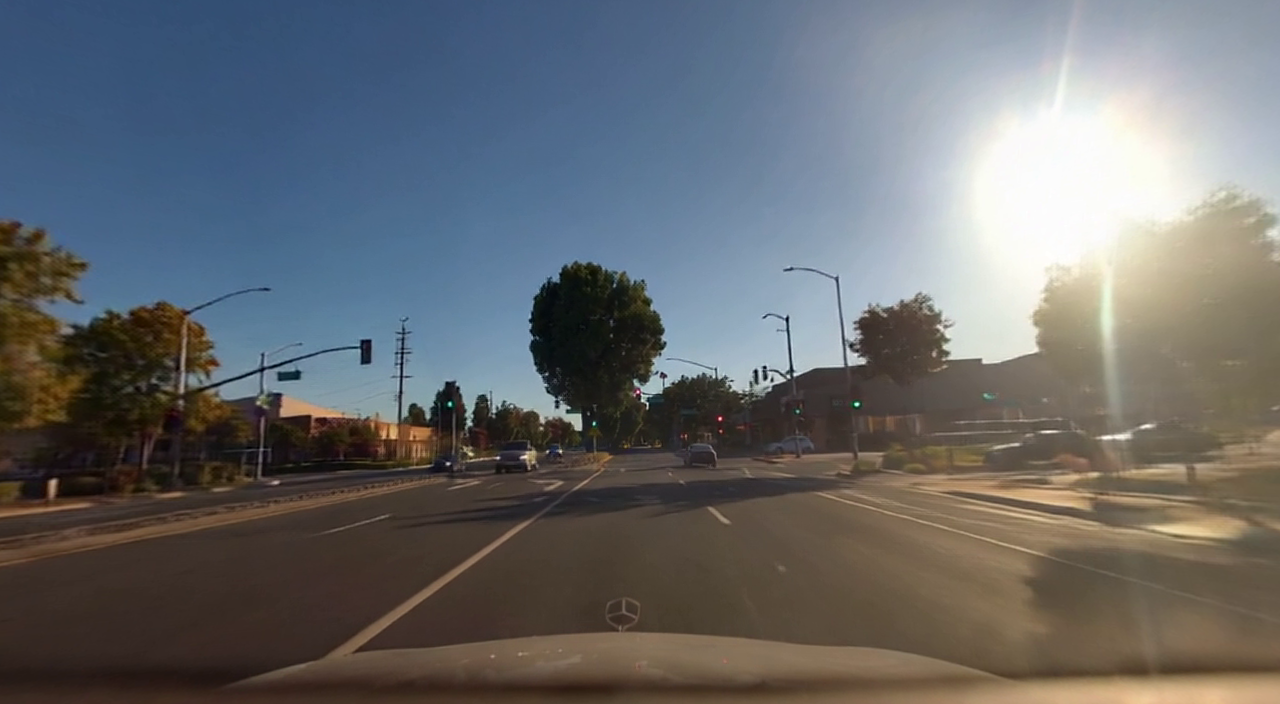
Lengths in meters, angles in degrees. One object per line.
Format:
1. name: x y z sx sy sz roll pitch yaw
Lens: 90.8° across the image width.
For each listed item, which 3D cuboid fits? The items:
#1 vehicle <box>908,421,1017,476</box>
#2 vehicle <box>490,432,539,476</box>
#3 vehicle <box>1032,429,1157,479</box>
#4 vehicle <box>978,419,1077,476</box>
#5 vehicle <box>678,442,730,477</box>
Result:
1. vehicle: 13.370 3.945 26.049 5.115 1.997 2.279 6 -13 -44
2. vehicle: -6.415 5.239 32.795 2.270 2.068 5.517 1 -9 -9
3. vehicle: 14.950 3.330 20.786 3.552 1.484 1.883 4 -9 -29
4. vehicle: 14.798 3.562 24.010 2.067 1.818 4.779 -12 -12 42
5. vehicle: 3.025 5.166 30.625 1.961 1.580 4.020 0 -8 -2
